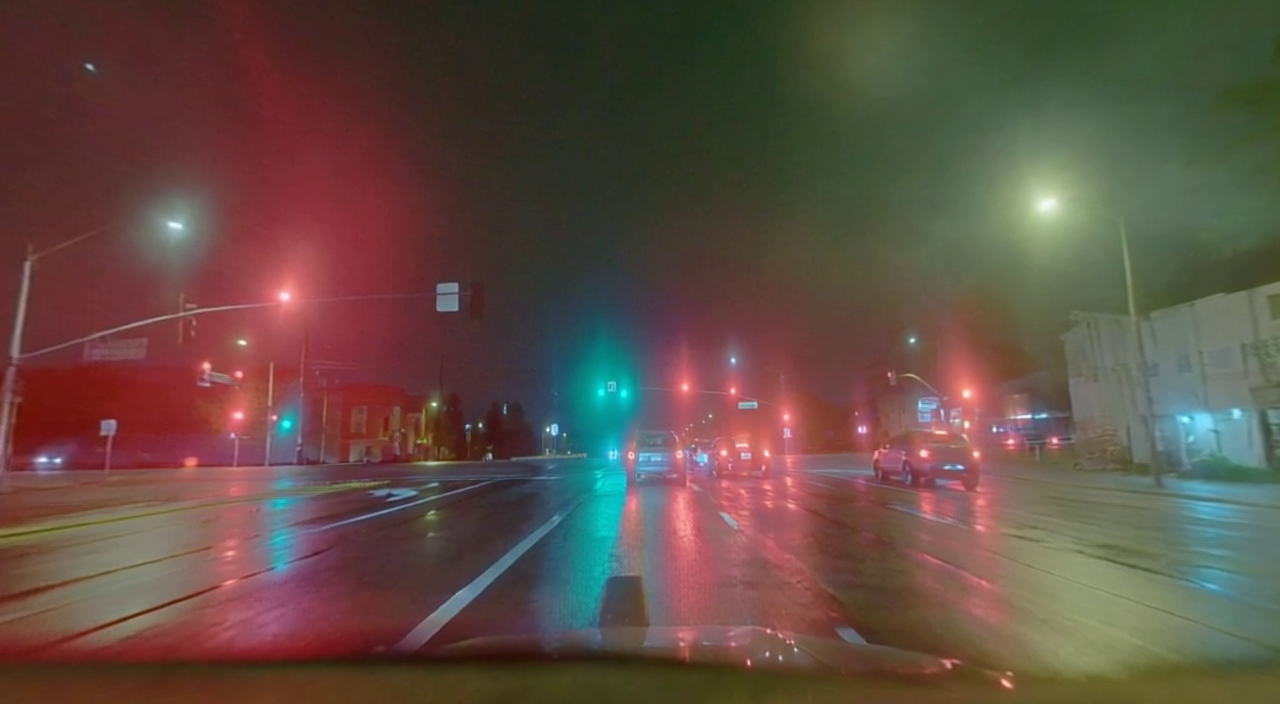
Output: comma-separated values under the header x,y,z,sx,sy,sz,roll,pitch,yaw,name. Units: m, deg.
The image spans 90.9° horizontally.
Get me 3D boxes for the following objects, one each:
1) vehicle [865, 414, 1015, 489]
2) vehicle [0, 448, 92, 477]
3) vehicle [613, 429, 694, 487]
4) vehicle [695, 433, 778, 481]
x,y,z,sx,sy,sz,roll,pitch,yaw,name
8.563,2.881,18.621,2.132,1.892,4.851,-1,-8,2,vehicle
-31.829,5.721,32.834,4.448,1.422,1.890,2,-9,-13,vehicle
0.332,3.109,18.826,2.099,1.516,4.681,0,-8,0,vehicle
3.070,3.450,20.979,1.994,1.436,4.169,0,-8,-2,vehicle
